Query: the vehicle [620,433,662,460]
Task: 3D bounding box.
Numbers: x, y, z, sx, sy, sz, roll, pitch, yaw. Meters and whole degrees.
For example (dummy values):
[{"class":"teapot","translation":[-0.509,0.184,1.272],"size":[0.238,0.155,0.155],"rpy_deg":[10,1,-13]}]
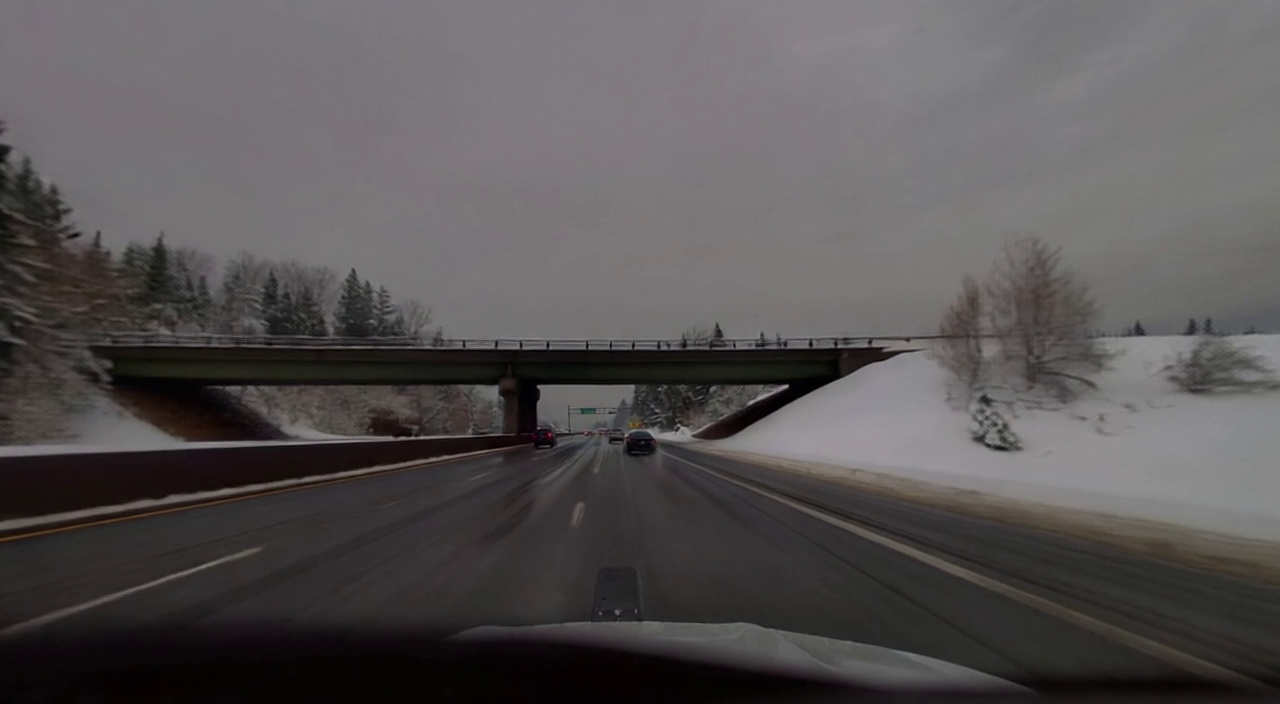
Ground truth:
[{"class":"vehicle","translation":[-0.011,5.025,33.488],"size":[1.999,1.329,3.913],"rpy_deg":[1,-8,-3]}]
